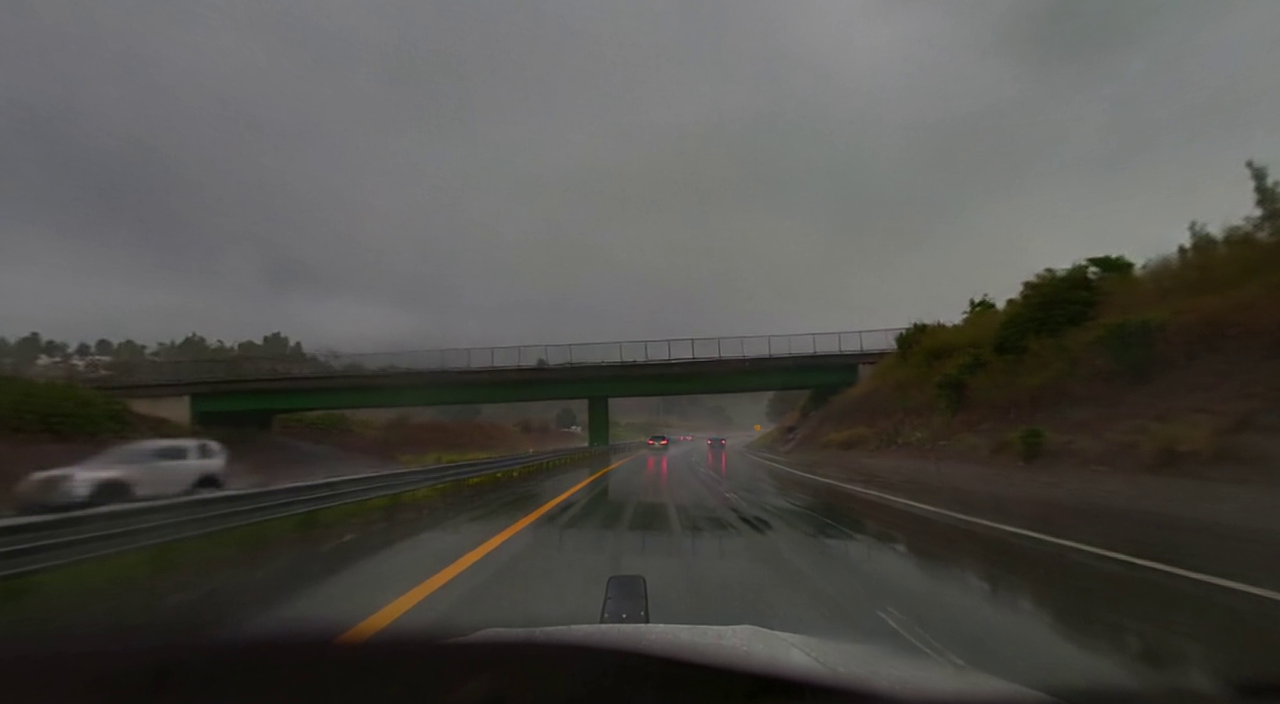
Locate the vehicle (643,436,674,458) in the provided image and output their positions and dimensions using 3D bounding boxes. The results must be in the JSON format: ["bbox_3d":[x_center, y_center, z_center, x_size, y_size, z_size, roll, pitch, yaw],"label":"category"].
[{"bbox_3d":[1.350,6.766,45.087,1.993,1.461,3.812,-1,-8,4],"label":"vehicle"}]
